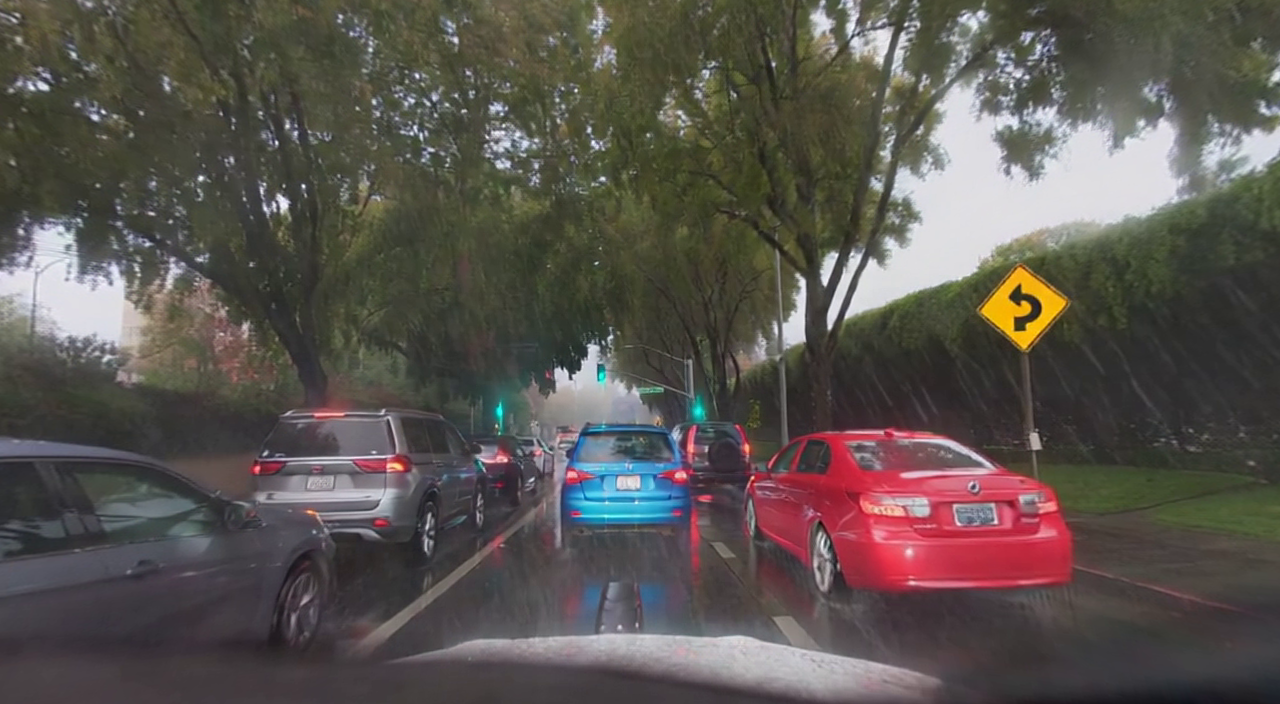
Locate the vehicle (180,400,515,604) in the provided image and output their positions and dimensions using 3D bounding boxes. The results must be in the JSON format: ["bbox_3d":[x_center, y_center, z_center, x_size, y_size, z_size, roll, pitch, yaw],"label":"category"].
[{"bbox_3d":[-2.891,1.576,7.451,1.964,1.712,4.097,0,-8,0],"label":"vehicle"}]

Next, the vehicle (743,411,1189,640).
[{"bbox_3d":[2.527,1.487,6.527,2.116,1.497,4.652,0,-8,0],"label":"vehicle"}]

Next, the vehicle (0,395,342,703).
[{"bbox_3d":[-2.924,0.837,1.613,1.974,1.484,4.716,0,-8,0],"label":"vehicle"}]

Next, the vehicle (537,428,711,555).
[{"bbox_3d":[-0.243,1.917,9.333,2.025,1.453,3.848,0,-8,-2],"label":"vehicle"}]
